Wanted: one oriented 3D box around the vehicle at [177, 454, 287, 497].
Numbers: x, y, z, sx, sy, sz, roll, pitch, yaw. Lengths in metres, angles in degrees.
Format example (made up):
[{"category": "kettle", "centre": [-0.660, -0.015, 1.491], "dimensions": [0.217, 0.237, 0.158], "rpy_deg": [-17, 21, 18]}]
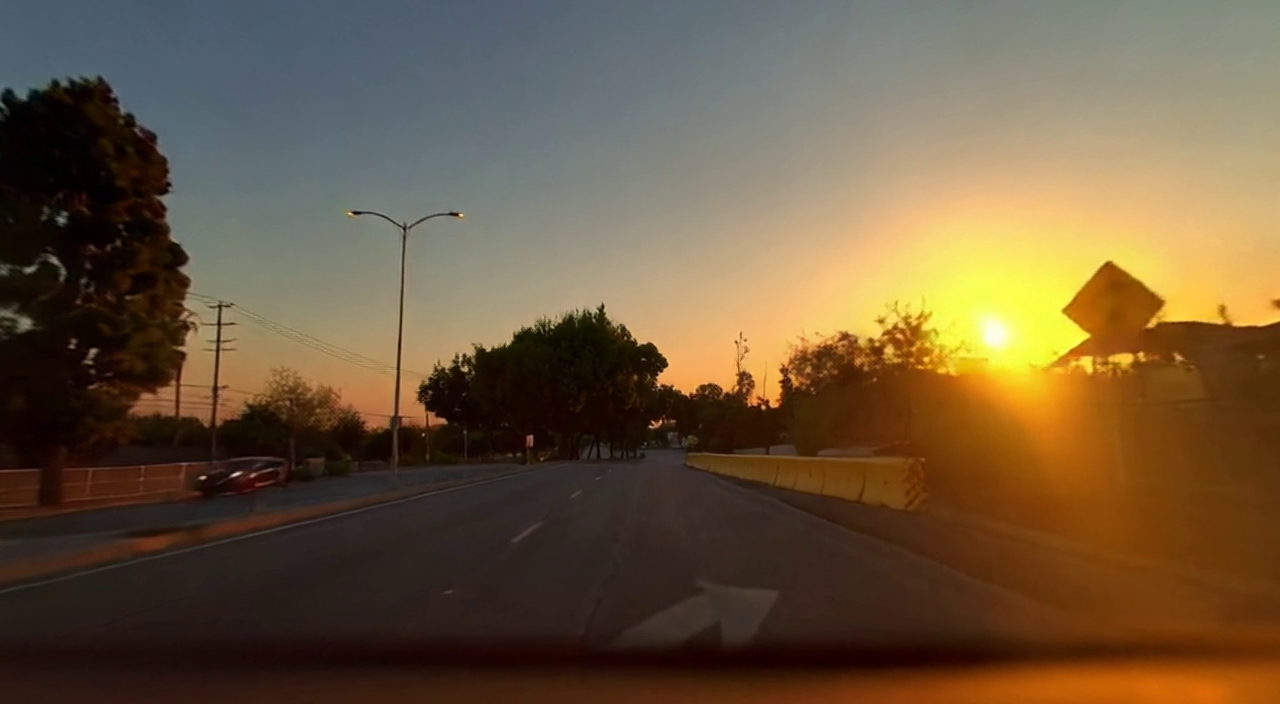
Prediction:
[{"category": "vehicle", "centre": [-16.702, 5.032, 26.113], "dimensions": [1.980, 1.575, 3.822], "rpy_deg": [0, -9, -1]}]
